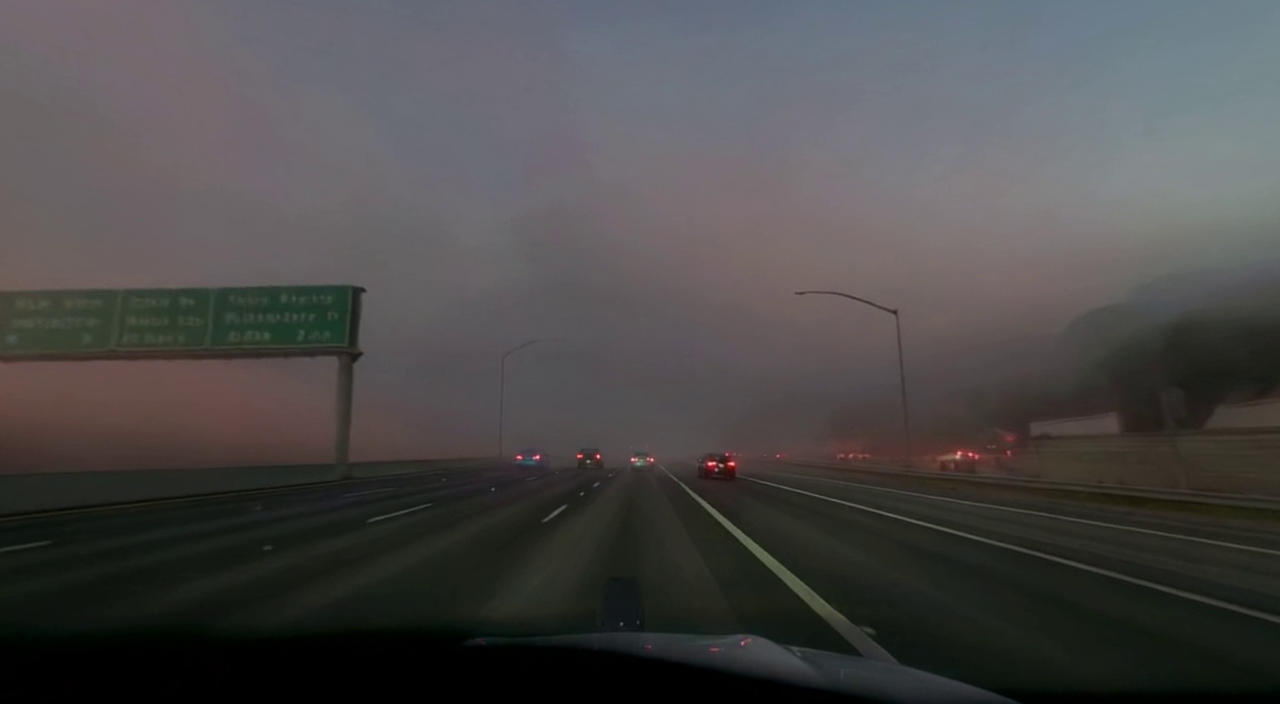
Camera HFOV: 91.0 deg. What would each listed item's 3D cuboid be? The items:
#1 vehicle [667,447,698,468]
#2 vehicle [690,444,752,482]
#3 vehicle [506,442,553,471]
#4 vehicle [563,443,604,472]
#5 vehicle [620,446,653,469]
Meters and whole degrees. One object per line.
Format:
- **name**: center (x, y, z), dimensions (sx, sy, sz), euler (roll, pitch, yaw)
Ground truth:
- **vehicle**: center (3.190, 8.012, 48.069), dimensions (2.036, 1.517, 4.256), euler (0, -9, 0)
- **vehicle**: center (3.469, 4.855, 27.819), dimensions (2.077, 1.527, 4.553), euler (0, -9, 0)
- **vehicle**: center (-6.897, 6.569, 39.741), dimensions (2.112, 1.721, 4.381), euler (0, -9, 1)
- **vehicle**: center (-3.373, 6.438, 38.630), dimensions (2.091, 1.664, 4.157), euler (0, -9, 0)
- **vehicle**: center (-0.225, 7.271, 43.620), dimensions (2.166, 1.496, 4.158), euler (0, -9, 0)
